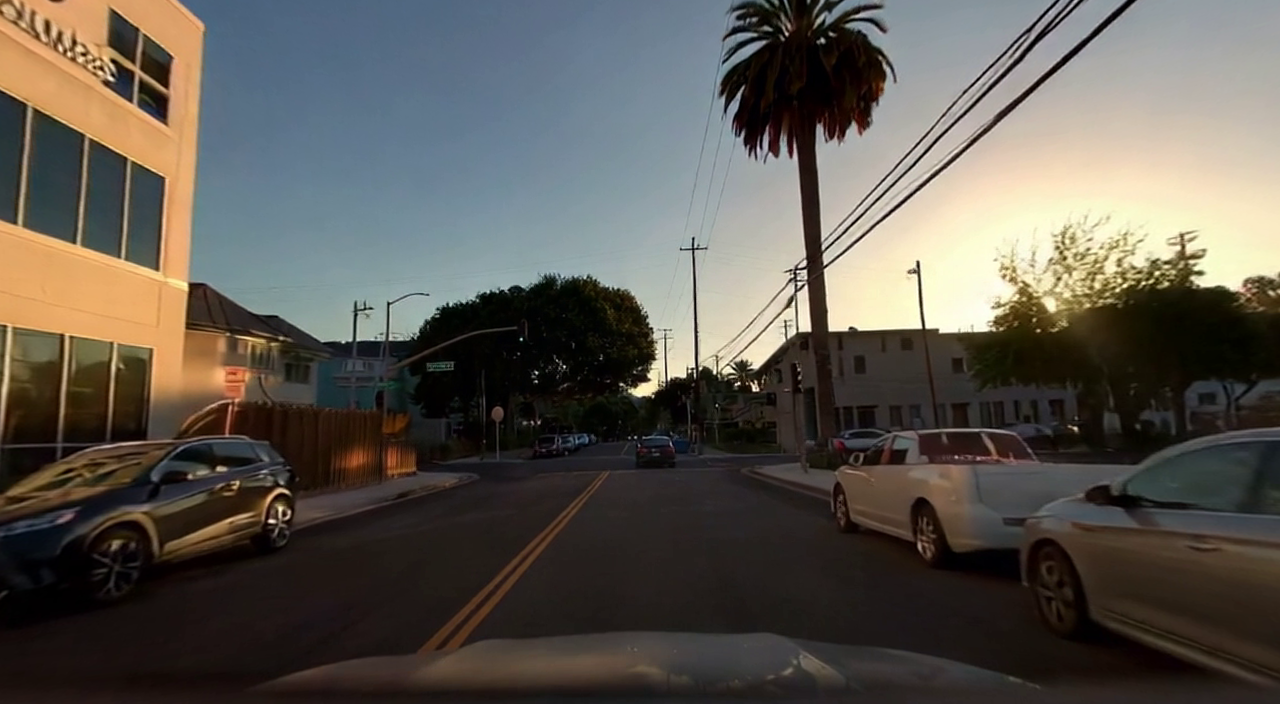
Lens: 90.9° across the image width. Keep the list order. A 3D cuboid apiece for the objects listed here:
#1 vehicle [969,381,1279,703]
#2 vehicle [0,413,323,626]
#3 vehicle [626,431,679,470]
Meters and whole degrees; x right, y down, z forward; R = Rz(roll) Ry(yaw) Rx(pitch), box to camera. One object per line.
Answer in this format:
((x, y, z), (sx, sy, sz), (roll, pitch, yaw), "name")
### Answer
((3.695, 1.009, 3.217), (1.915, 1.591, 4.087), (0, -8, 2), "vehicle")
((-6.253, 1.833, 8.031), (2.126, 1.864, 4.831), (0, -8, -3), "vehicle")
((0.462, 4.249, 27.329), (2.125, 1.524, 4.404), (0, -8, -1), "vehicle")
